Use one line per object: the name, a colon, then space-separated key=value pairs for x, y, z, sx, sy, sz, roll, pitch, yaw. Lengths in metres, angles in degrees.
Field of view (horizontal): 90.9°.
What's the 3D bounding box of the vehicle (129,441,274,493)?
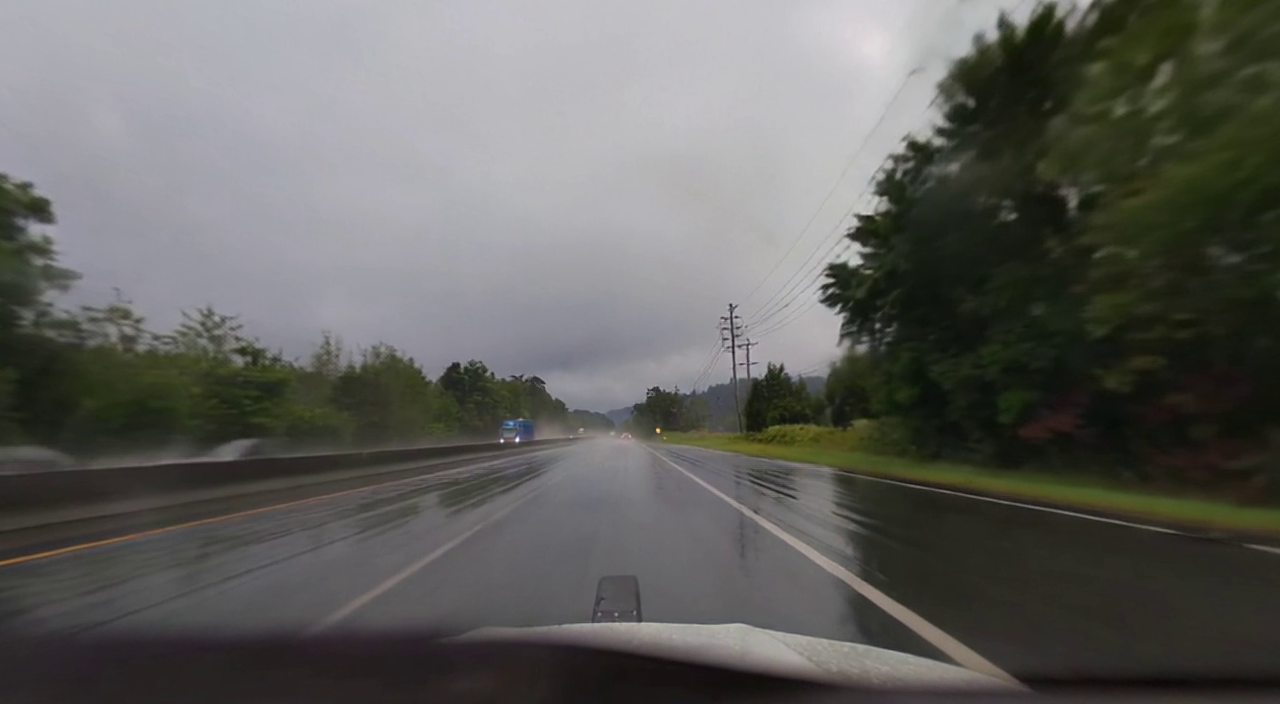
vehicle: x=-13.695 y=3.572 z=20.002 sx=1.881 sy=1.474 sz=3.819 roll=0 pitch=-8 yaw=-2
